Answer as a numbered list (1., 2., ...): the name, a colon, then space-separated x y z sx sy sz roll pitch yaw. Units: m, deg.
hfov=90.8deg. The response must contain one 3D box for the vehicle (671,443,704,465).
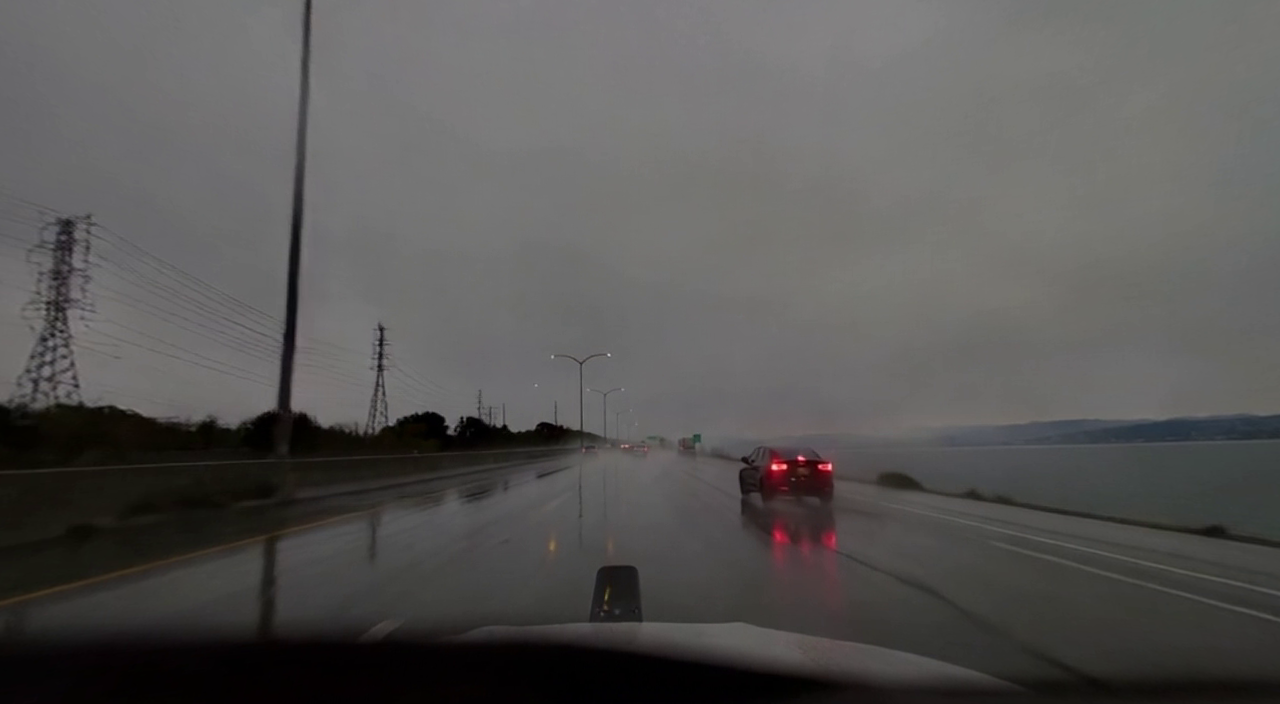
1. vehicle: 3.509 7.655 47.465 2.000 1.533 4.438 0 -9 -1

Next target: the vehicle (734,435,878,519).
1. vehicle: 3.327 2.594 13.656 1.890 1.490 4.373 0 -9 -1
